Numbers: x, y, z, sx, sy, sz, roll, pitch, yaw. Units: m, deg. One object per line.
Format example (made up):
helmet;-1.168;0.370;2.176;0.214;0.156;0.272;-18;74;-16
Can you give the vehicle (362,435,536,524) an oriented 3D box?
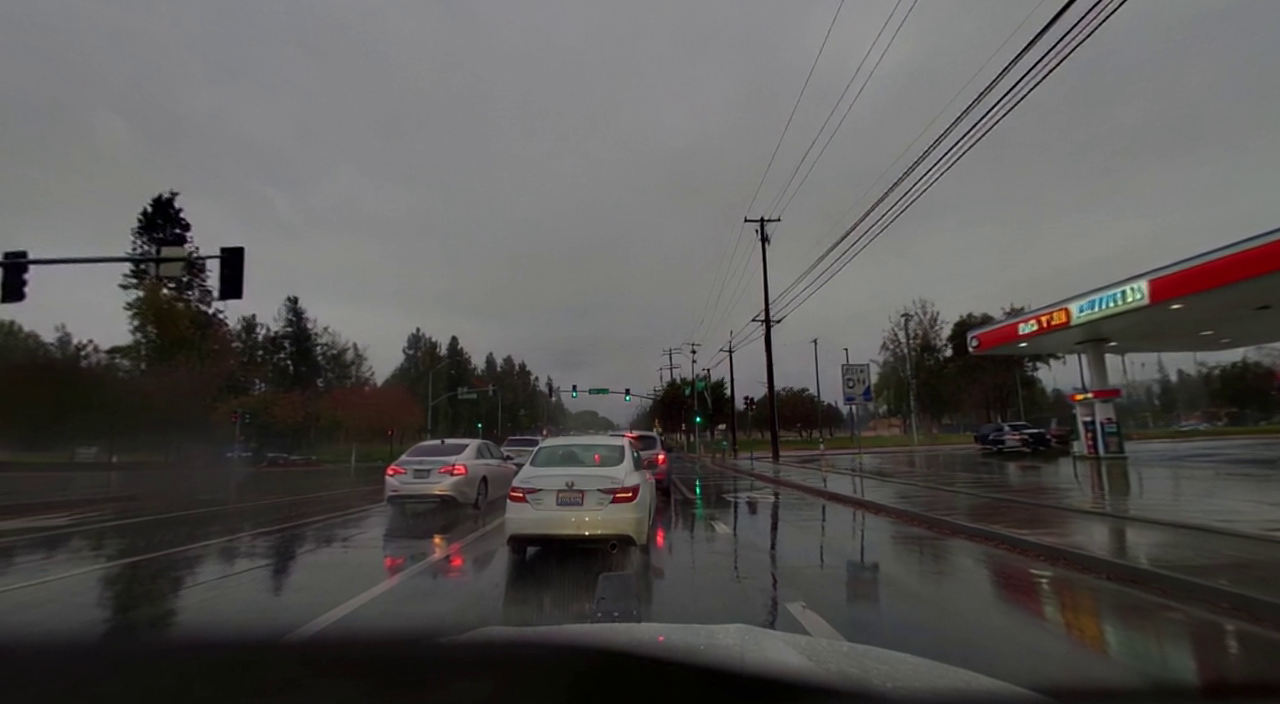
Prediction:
vehicle;-3.689;2.552;13.275;1.995;1.506;4.773;0;-8;2

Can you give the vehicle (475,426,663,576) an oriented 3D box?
vehicle;-0.650;1.857;8.738;1.916;1.510;4.447;0;-8;2

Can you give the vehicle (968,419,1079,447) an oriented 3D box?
vehicle;21.412;4.554;35.408;4.874;1.502;2.048;0;-8;0
